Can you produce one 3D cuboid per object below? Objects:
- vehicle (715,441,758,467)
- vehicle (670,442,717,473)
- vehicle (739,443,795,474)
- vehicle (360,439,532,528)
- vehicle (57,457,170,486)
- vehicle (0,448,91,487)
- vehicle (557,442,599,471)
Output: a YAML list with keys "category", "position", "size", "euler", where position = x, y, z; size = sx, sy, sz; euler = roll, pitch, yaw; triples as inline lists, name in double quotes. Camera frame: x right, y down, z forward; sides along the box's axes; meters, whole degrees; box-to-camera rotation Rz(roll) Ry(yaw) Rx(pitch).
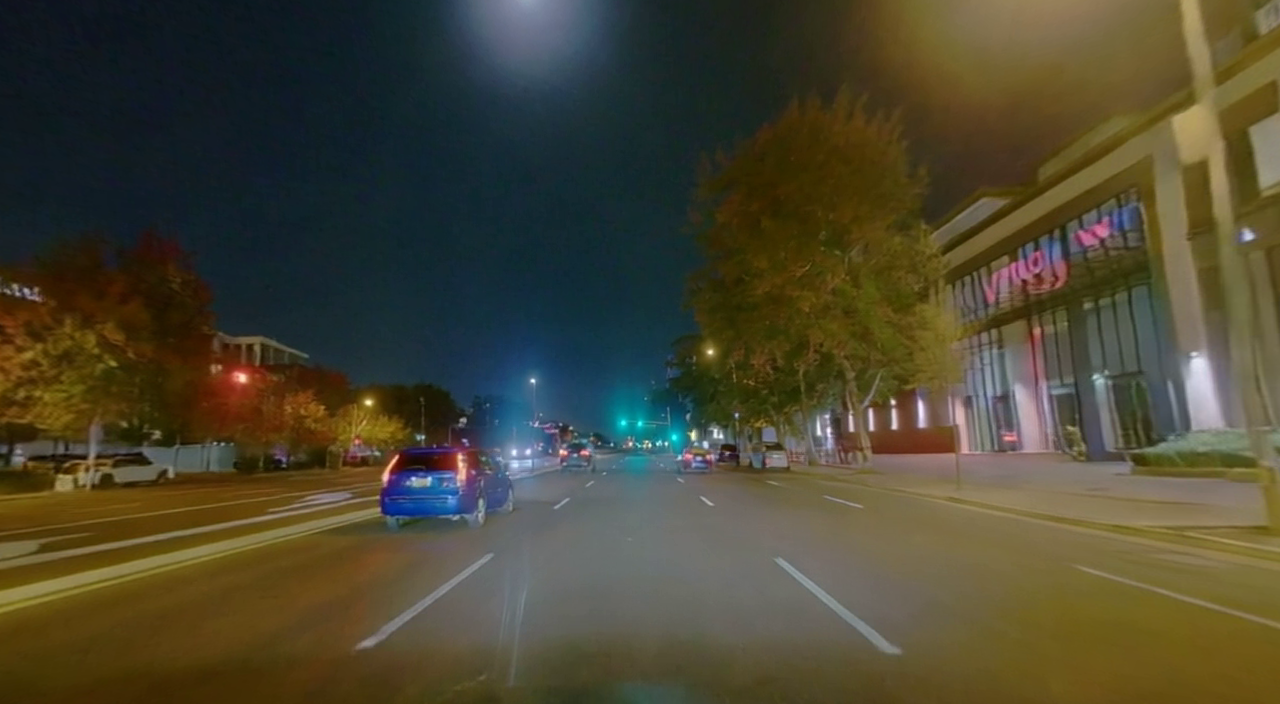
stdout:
- category: "vehicle"
  position: [6.373, 6.802, 42.143]
  size: [1.983, 1.618, 4.108]
  euler: [0, -9, -3]
- category: "vehicle"
  position: [2.741, 5.566, 33.551]
  size: [1.961, 1.482, 4.538]
  euler: [0, -9, -2]
- category: "vehicle"
  position: [6.601, 5.544, 33.234]
  size: [1.896, 1.479, 4.416]
  euler: [0, -8, -2]
- category: "vehicle"
  position: [-3.598, 2.514, 12.718]
  size: [2.060, 1.466, 4.387]
  euler: [0, -9, 0]
- category: "vehicle"
  position: [-29.366, 6.683, 35.337]
  size: [4.604, 1.498, 1.899]
  euler: [0, -9, 1]
- category: "vehicle"
  position: [-29.393, 5.441, 29.733]
  size: [4.987, 1.709, 2.267]
  euler: [-1, -9, 2]
- category: "vehicle"
  position: [-3.876, 6.642, 40.462]
  size: [2.145, 1.694, 4.642]
  euler: [0, -8, 1]
